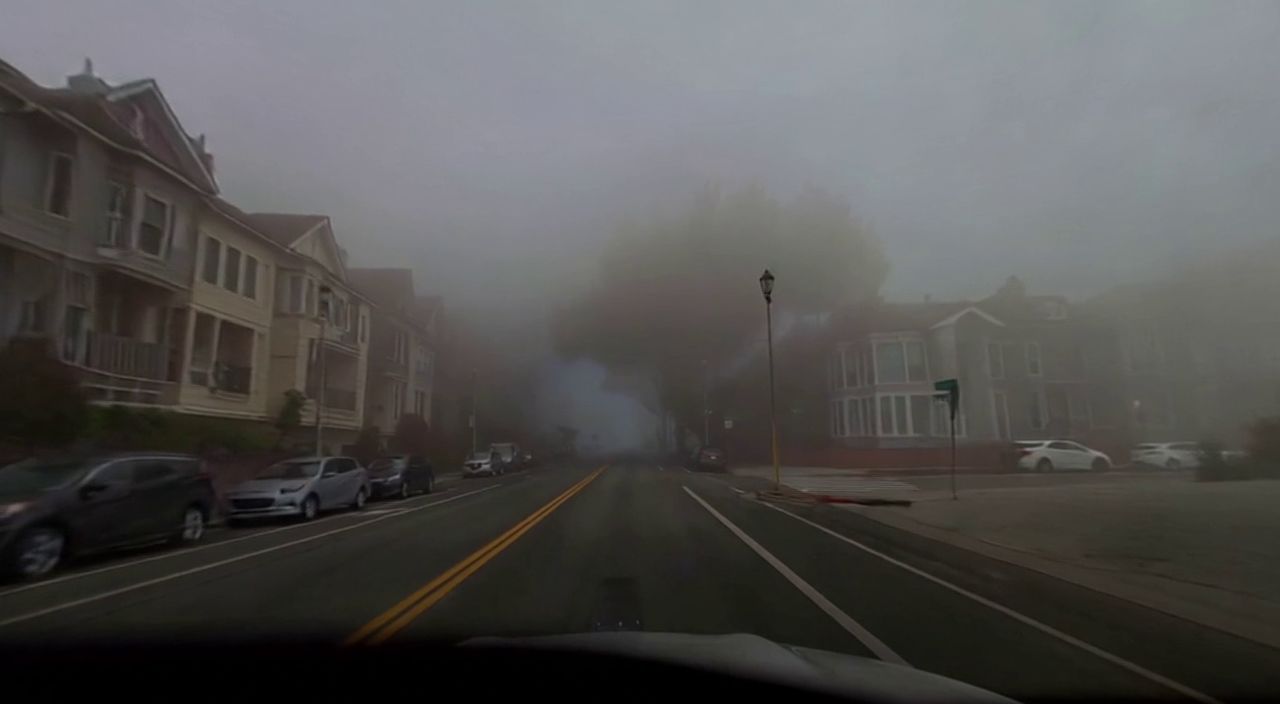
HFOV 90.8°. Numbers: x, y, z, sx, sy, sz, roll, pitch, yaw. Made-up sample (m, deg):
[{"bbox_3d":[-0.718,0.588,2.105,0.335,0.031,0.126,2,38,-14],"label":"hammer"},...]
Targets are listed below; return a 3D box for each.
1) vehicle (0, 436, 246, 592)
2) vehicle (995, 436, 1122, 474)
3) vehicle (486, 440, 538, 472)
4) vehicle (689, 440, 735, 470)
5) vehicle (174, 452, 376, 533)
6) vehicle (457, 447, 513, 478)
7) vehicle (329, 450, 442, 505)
[{"bbox_3d":[-8.041,2.133,9.133,1.919,1.698,4.328,-1,-9,-1],"label":"vehicle"},{"bbox_3d":[20.092,4.971,30.498,4.568,1.727,2.199,0,-9,-2],"label":"vehicle"},{"bbox_3d":[-7.883,6.492,39.456,2.283,1.853,4.903,-1,-9,-1],"label":"vehicle"},{"bbox_3d":[4.258,6.173,38.003,2.034,1.674,4.271,0,-9,-3],"label":"vehicle"},{"bbox_3d":[-8.071,3.104,14.641,1.970,1.480,4.616,-1,-9,-1],"label":"vehicle"},{"bbox_3d":[-8.135,5.814,33.496,1.967,1.517,4.360,0,-9,-1],"label":"vehicle"},{"bbox_3d":[-7.988,3.941,20.341,1.836,1.474,4.565,-2,-8,-1],"label":"vehicle"}]
